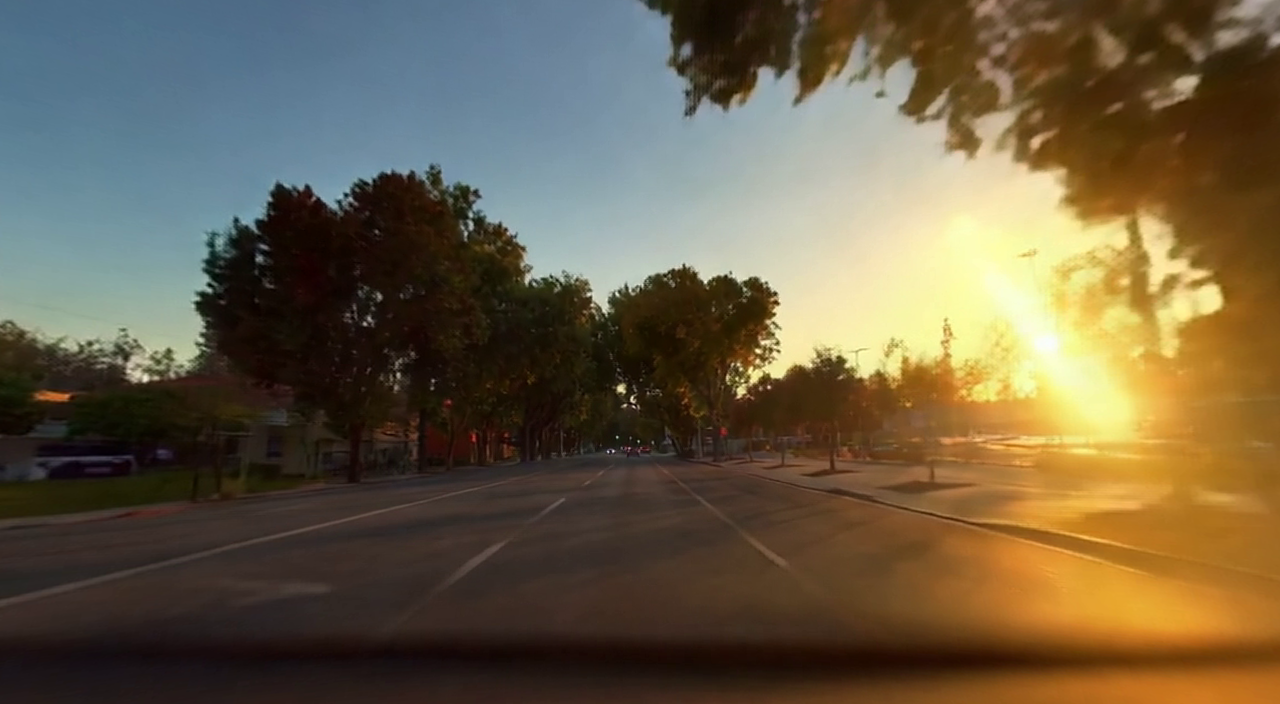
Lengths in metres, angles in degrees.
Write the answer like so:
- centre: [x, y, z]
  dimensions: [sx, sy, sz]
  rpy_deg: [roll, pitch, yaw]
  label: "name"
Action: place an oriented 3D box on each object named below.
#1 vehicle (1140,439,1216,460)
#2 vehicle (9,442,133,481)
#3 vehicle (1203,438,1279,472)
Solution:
- centre: [42.109, 7.605, 49.582]
  dimensions: [1.875, 1.482, 4.768]
  rpy_deg: [-2, -8, 2]
  label: "vehicle"
- centre: [-23.788, 4.581, 26.504]
  dimensions: [3.548, 1.544, 1.641]
  rpy_deg: [0, -9, 1]
  label: "vehicle"
- centre: [34.035, 5.589, 34.517]
  dimensions: [1.999, 1.674, 4.627]
  rpy_deg: [-2, -8, -3]
  label: "vehicle"
